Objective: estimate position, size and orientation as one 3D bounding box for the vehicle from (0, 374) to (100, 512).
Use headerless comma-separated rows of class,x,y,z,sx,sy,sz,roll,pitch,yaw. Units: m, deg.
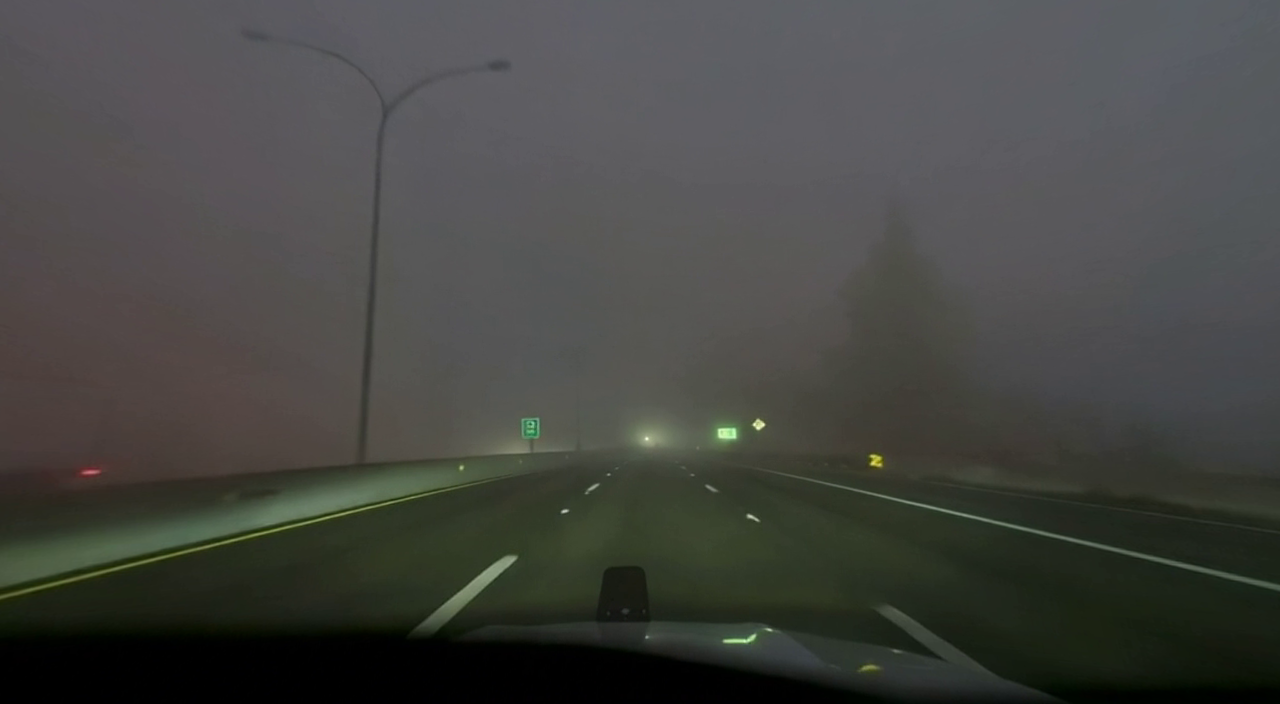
vehicle,-20.317,2.540,17.542,2.872,4.021,8.230,0,-8,1
